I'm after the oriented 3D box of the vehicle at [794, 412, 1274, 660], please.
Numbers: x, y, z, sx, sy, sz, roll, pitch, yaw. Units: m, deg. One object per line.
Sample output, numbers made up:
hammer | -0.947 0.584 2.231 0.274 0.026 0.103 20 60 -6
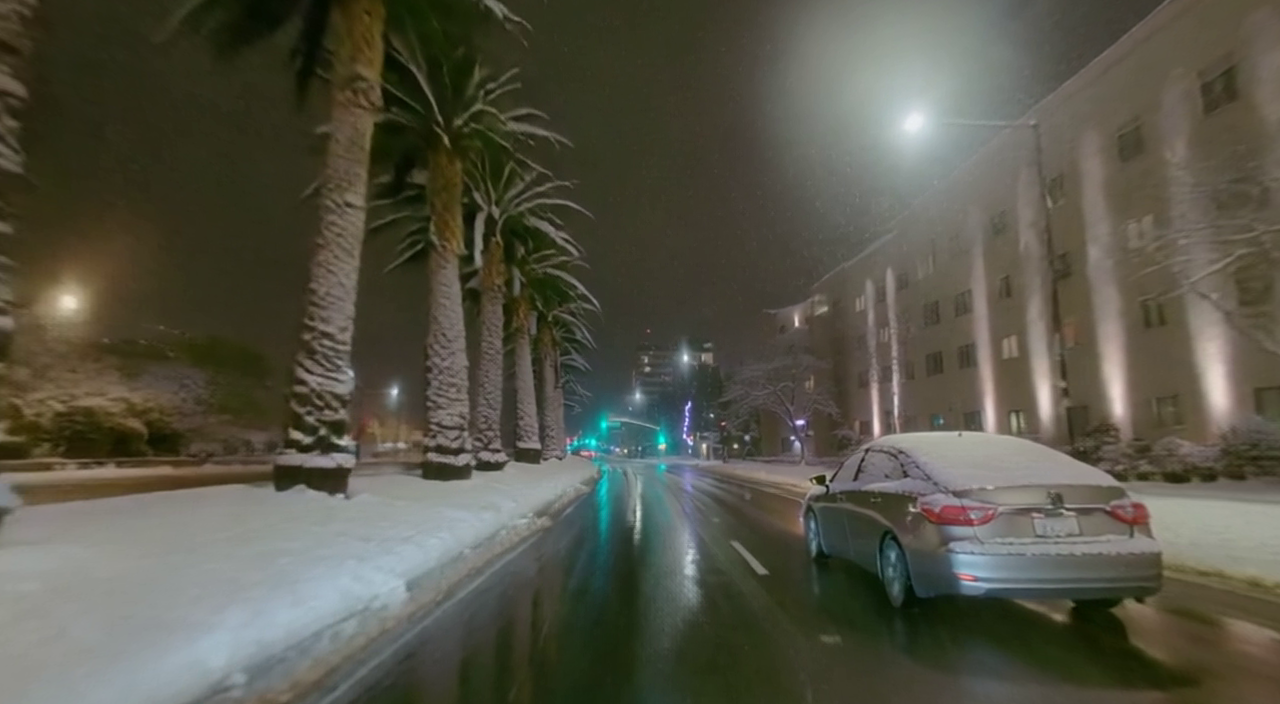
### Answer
vehicle | 3.057 1.497 6.236 1.867 1.554 4.301 0 -9 -1
